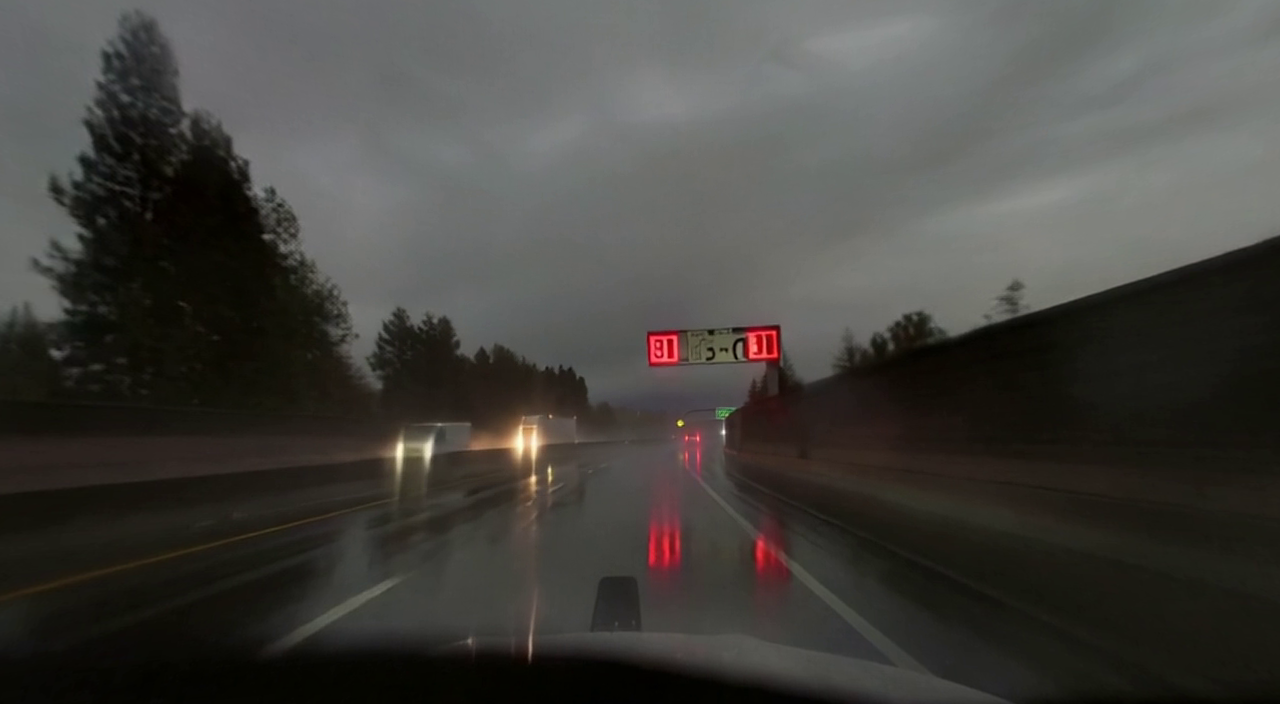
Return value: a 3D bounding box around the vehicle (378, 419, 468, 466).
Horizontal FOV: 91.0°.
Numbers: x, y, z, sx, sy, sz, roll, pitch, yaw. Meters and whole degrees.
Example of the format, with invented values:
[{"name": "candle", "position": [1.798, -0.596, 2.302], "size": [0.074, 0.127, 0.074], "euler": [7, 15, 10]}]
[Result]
[{"name": "vehicle", "position": [-12.093, 5.122, 35.773], "size": [2.492, 2.342, 6.658], "euler": [-1, -8, 2]}]
